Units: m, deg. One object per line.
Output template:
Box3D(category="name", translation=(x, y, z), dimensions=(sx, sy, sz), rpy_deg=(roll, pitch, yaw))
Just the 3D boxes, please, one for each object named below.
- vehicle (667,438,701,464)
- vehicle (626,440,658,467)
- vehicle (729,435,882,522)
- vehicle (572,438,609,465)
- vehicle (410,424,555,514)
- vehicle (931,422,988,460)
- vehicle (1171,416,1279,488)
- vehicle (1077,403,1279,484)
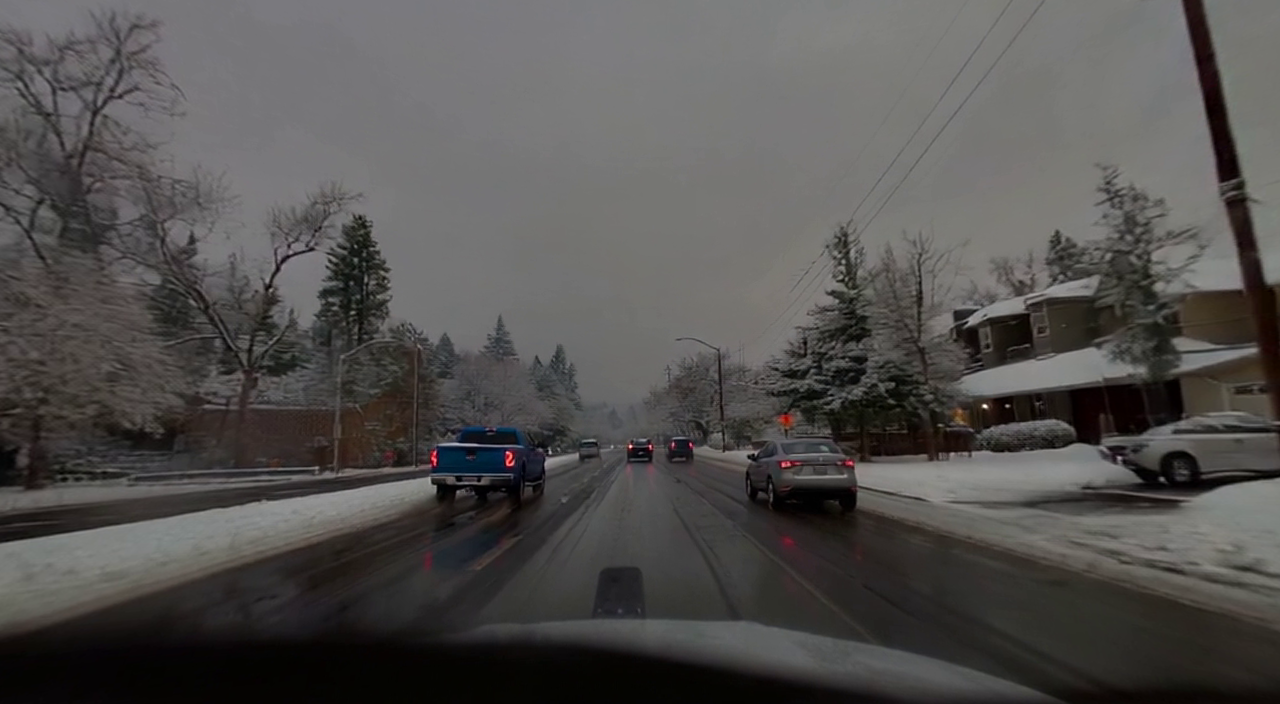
Box3D(category="vehicle", translation=(3.294, 7.484, 48.028), dimensions=(2.099, 1.845, 4.363), rpy_deg=(0, -8, -2))
Box3D(category="vehicle", translation=(0.093, 6.464, 40.511), dimensions=(1.997, 1.636, 3.760), rpy_deg=(0, -8, -1))
Box3D(category="vehicle", translation=(3.128, 2.472, 12.922), dimensions=(1.884, 1.463, 4.195), rpy_deg=(0, -8, -1))
Box3D(category="vehicle", translation=(-3.438, 6.977, 44.422), dimensions=(2.218, 1.829, 4.492), rpy_deg=(0, -8, 0))
Box3D(category="vehicle", translation=(-3.468, 2.703, 15.148), dimensions=(2.111, 1.745, 5.274), rpy_deg=(0, -8, 0))
Box3D(category="vehicle", translation=(15.493, 4.369, 30.829), dimensions=(1.899, 1.690, 4.275), rpy_deg=(-3, -9, 20))
Box3D(category="vehicle", translation=(14.856, 2.212, 14.103), dimensions=(4.267, 1.480, 1.817), rpy_deg=(0, -8, 1))
Box3D(category="vehicle", translation=(14.826, 2.398, 16.706), dimensions=(4.814, 1.805, 2.051), rpy_deg=(-4, -9, 4))
